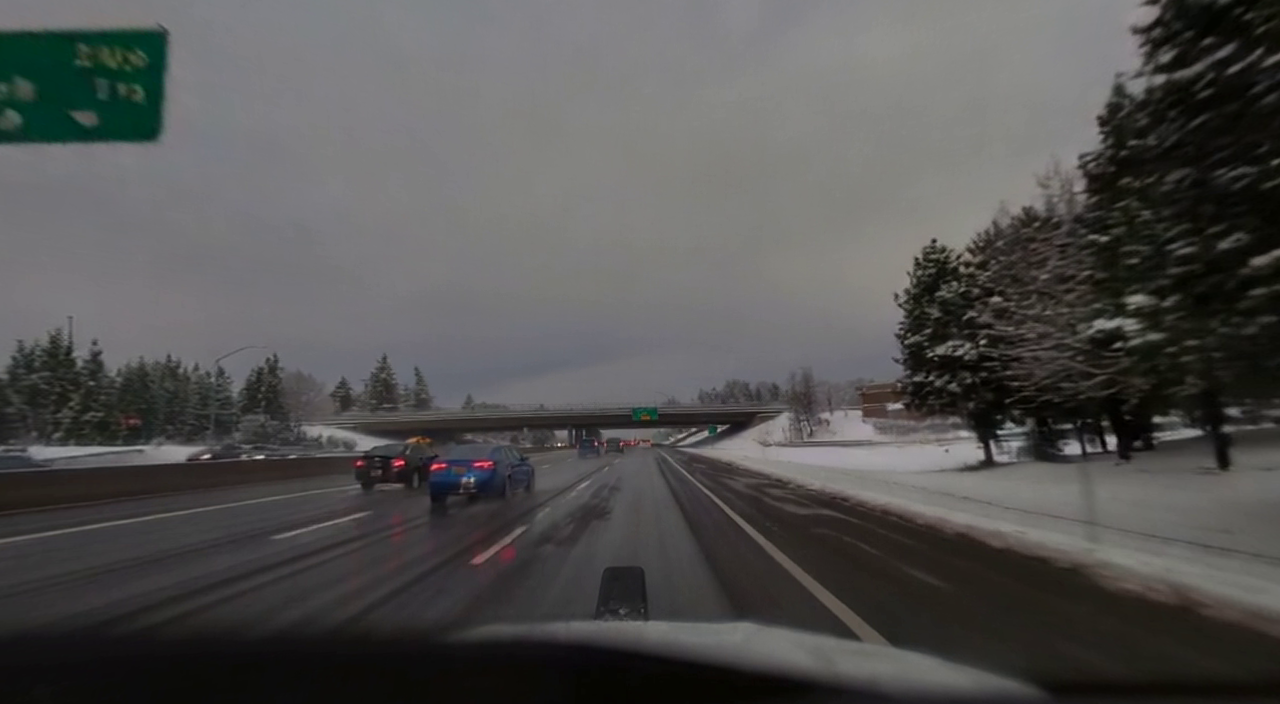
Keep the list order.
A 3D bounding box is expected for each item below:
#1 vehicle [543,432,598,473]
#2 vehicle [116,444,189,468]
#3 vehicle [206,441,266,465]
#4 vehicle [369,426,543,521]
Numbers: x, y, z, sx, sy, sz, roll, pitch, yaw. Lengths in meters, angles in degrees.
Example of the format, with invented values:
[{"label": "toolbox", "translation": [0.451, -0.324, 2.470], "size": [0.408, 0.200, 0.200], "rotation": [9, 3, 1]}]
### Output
[{"label": "vehicle", "translation": [-3.283, 4.843, 30.589], "size": [2.080, 1.811, 4.644], "rotation": [-1, -8, 1]}, {"label": "vehicle", "translation": [-32.164, 6.831, 41.709], "size": [1.789, 1.518, 3.677], "rotation": [-1, -8, 2]}, {"label": "vehicle", "translation": [-24.858, 6.220, 38.905], "size": [1.497, 1.395, 3.408], "rotation": [0, -8, -2]}, {"label": "vehicle", "translation": [-3.566, 2.450, 13.315], "size": [2.210, 1.628, 4.586], "rotation": [-1, -8, 1]}]
